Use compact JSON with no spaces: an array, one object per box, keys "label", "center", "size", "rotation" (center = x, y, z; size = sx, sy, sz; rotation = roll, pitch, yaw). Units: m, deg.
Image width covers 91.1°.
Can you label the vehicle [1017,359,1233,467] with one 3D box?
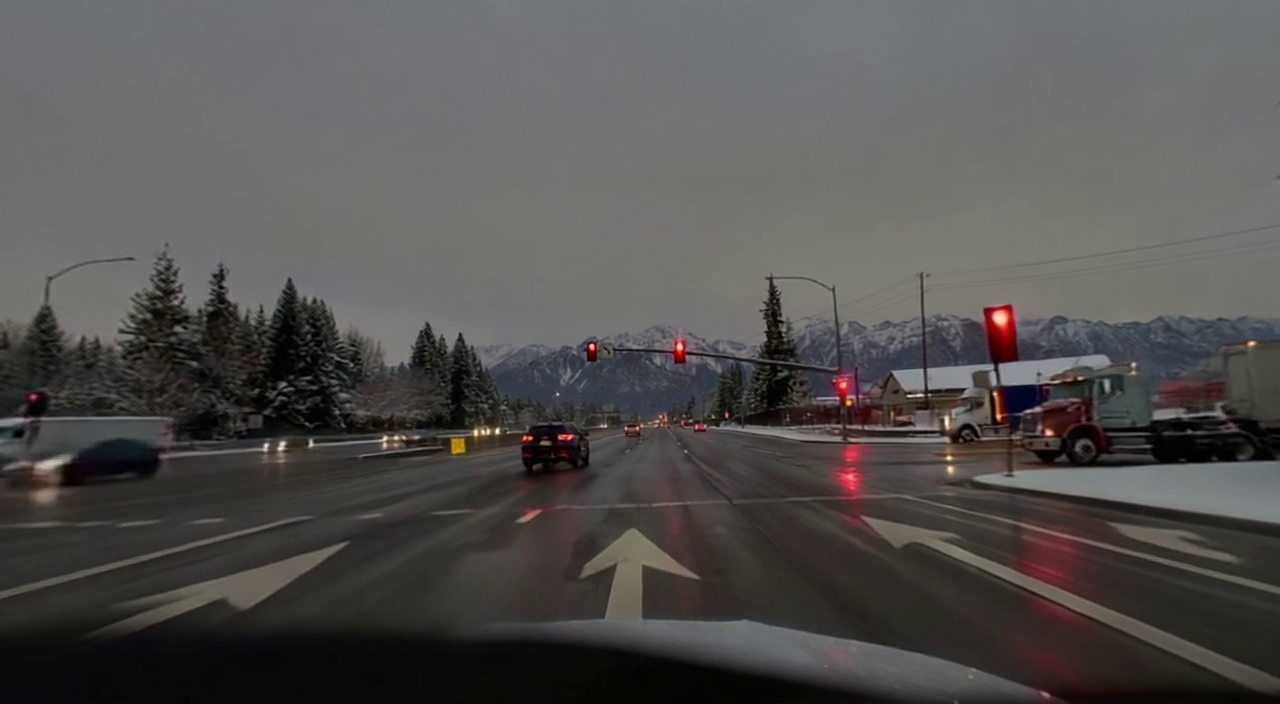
[{"label":"vehicle","center":[18.413,2.419,24.236],"size":[5.512,3.865,3.002],"rotation":[-1,-9,2]}]

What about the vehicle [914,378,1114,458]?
[{"label":"vehicle","center":[16.995,3.167,29.197],"size":[7.088,3.414,3.237],"rotation":[-2,-8,12]}]

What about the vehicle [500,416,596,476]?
[{"label":"vehicle","center":[-2.843,3.078,20.667],"size":[2.287,1.712,4.537],"rotation":[0,-8,2]}]

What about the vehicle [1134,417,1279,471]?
[{"label":"vehicle","center":[19.217,2.965,20.204],"size":[4.769,1.638,2.091],"rotation":[0,-8,2]}]

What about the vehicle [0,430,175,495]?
[{"label":"vehicle","center":[-15.744,3.005,17.507],"size":[1.942,1.542,4.576],"rotation":[0,-8,1]}]
